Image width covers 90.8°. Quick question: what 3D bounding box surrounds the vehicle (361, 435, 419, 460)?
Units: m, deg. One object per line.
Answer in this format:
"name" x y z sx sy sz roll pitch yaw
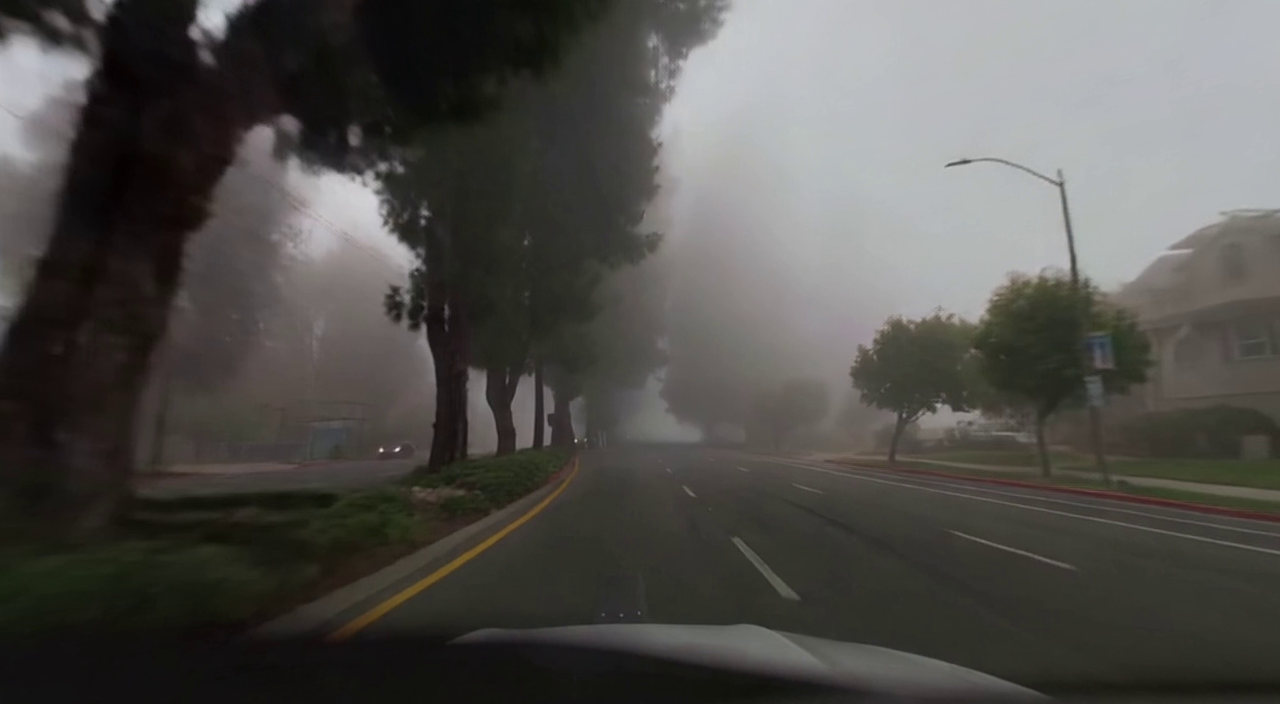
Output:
"vehicle" -19.619 7.564 49.911 2.146 1.848 5.680 0 -9 2
